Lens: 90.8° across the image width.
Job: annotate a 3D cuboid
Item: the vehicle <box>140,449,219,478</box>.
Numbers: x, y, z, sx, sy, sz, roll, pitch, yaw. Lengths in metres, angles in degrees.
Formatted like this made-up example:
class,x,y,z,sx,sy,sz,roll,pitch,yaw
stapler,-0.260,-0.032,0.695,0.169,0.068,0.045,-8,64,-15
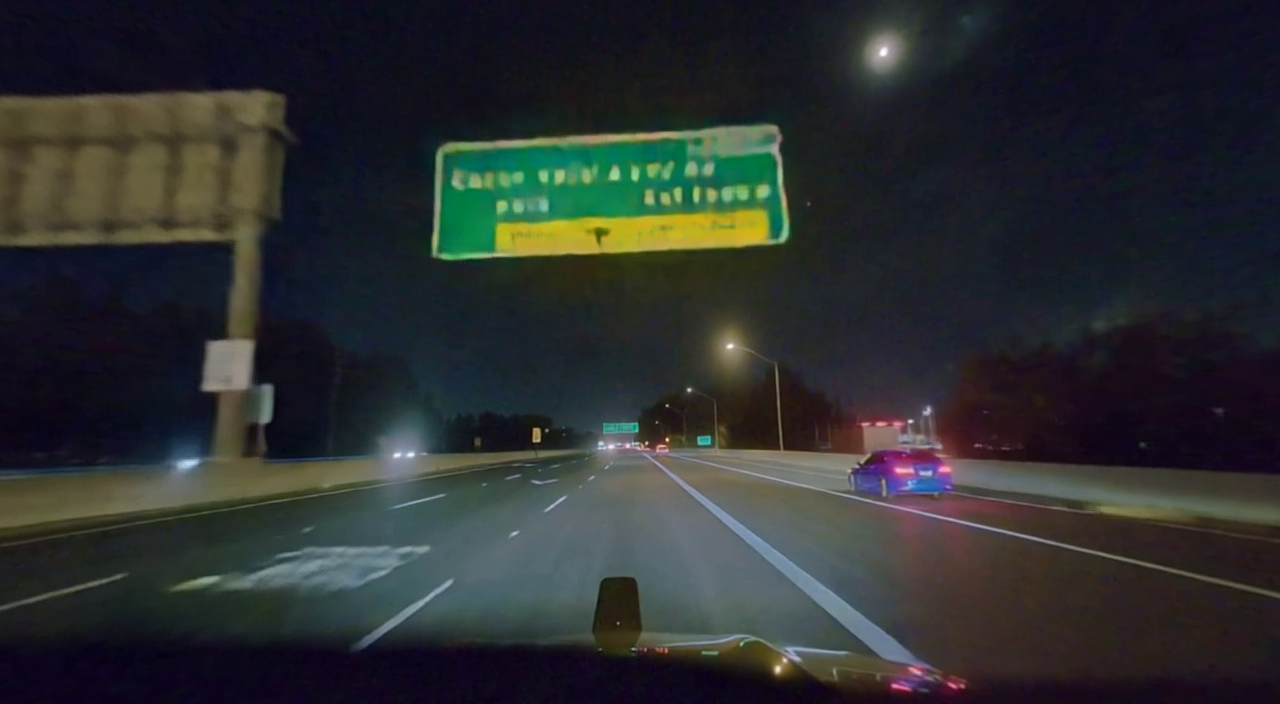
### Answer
class,x,y,z,sx,sy,sz,roll,pitch,yaw
vehicle,-26.480,6.387,36.454,1.706,1.468,3.746,0,-8,0

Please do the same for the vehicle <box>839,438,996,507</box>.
class,x,y,z,sx,sy,sz,roll,pitch,yaw
vehicle,6.914,2.999,16.382,1.958,1.498,4.447,1,-8,-1
